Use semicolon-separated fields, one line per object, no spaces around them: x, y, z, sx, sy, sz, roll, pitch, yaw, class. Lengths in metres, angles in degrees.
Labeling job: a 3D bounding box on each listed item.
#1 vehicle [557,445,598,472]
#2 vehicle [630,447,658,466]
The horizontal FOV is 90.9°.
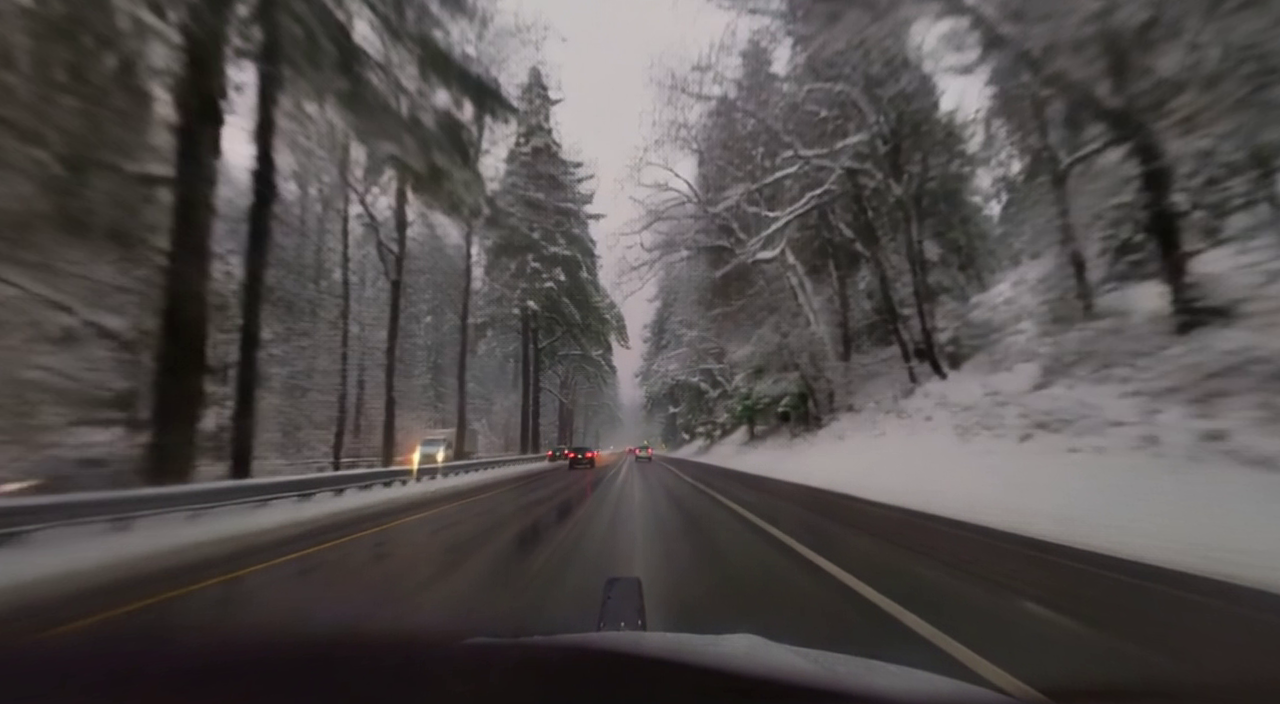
-3.743;6.437;38.303;2.112;1.498;4.117;0;-9;-1;vehicle
0.279;7.877;47.548;1.989;1.402;3.831;0;-9;-1;vehicle
